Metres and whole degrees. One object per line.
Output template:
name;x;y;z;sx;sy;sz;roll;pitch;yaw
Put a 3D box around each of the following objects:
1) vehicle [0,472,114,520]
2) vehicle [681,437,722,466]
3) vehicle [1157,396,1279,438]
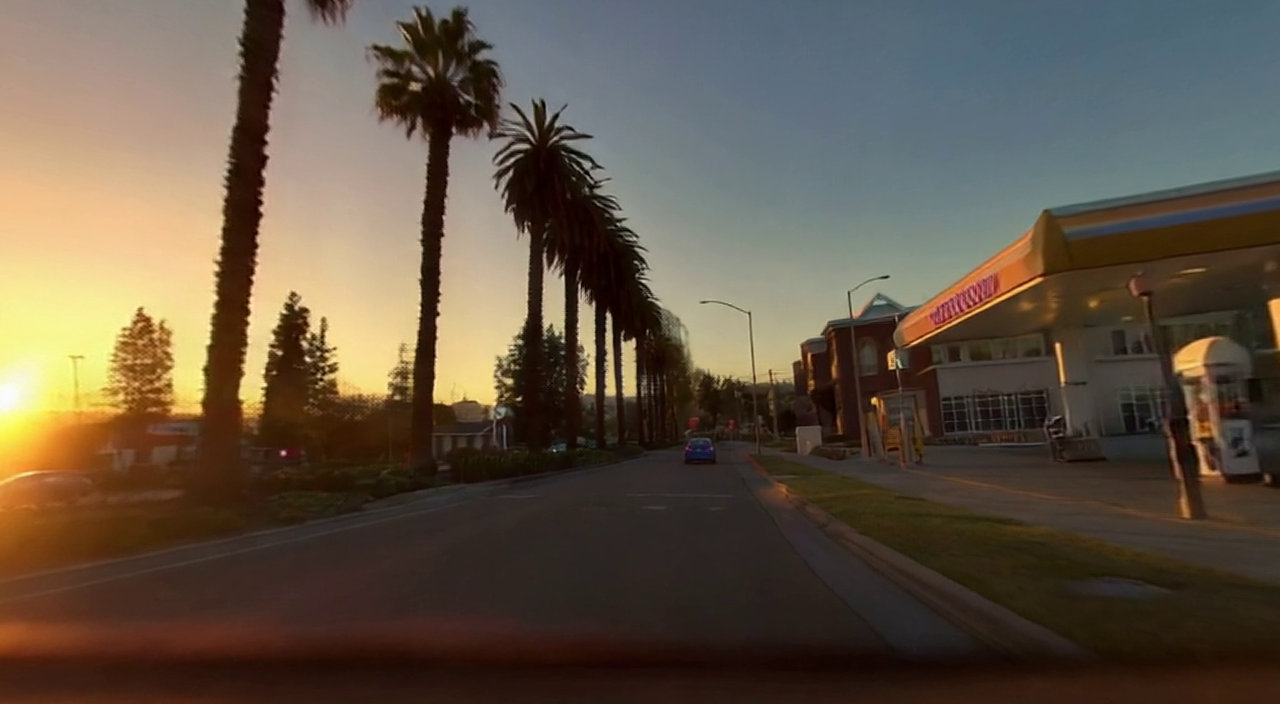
vehicle;-22.621;5.279;23.386;1.825;1.441;4.656;-1;-8;6
vehicle;3.415;5.404;34.330;2.050;1.509;4.148;-1;-8;8
vehicle;27.619;3.079;29.601;4.513;1.657;2.002;-5;-9;12
